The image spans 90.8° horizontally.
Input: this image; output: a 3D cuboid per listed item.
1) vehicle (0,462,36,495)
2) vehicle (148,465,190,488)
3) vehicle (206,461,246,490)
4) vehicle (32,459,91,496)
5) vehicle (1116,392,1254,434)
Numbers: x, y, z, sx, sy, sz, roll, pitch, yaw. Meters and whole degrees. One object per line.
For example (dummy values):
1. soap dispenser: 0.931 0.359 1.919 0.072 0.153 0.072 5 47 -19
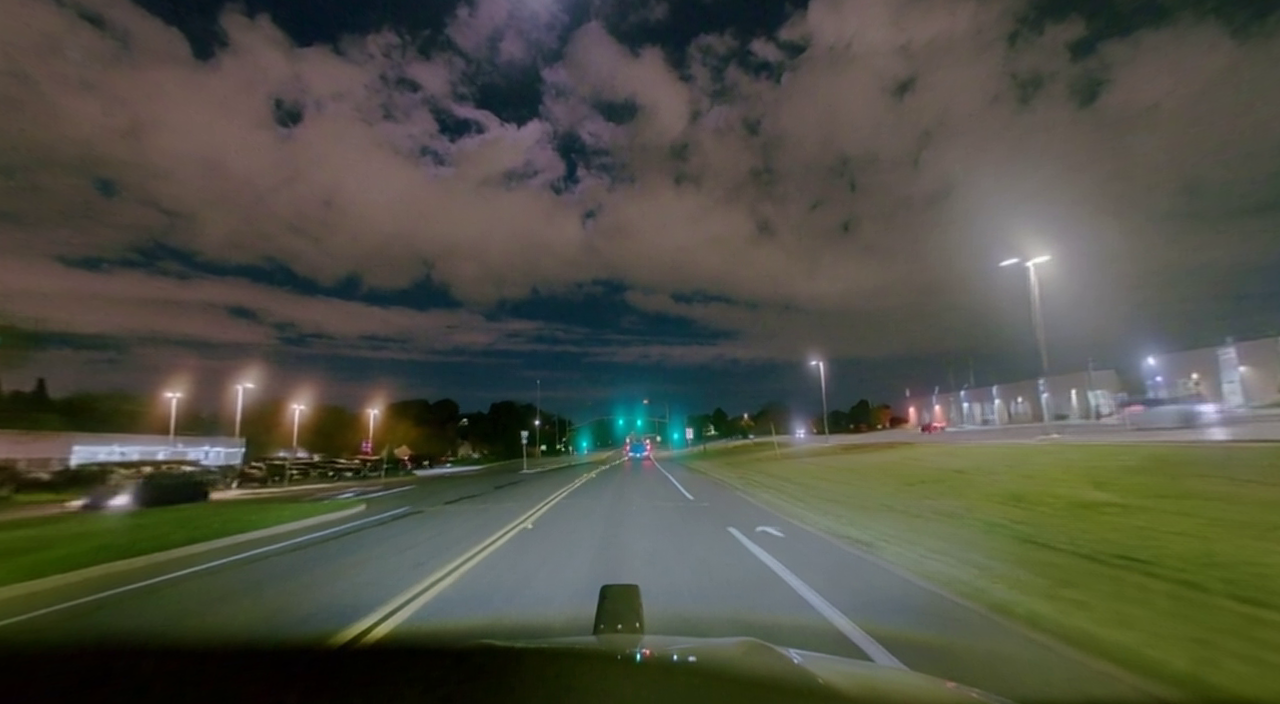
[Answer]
1. vehicle: -37.806 7.499 37.629 2.047 1.746 4.461 6 -10 -37
2. vehicle: -32.060 8.444 42.933 1.747 1.468 3.972 7 -13 -42
3. vehicle: -27.865 8.239 42.418 1.930 1.718 4.438 6 -10 -35
4. vehicle: -34.533 7.452 37.834 2.050 1.938 4.789 6 -10 -37
5. vehicle: 21.651 2.504 25.343 1.805 1.478 3.950 0 -8 -5
